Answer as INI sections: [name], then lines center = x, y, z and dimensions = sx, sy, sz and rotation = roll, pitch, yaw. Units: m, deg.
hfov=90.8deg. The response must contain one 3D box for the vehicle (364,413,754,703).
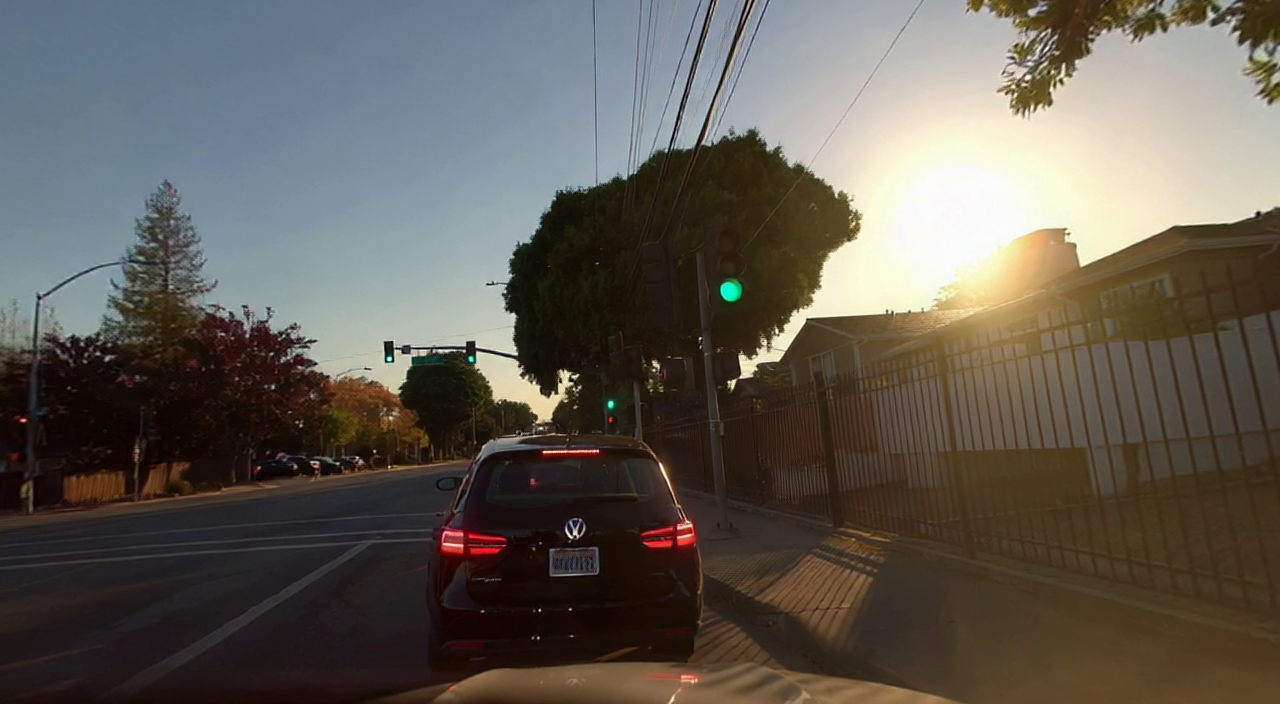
[vehicle]
center = -0.671, 1.361, 5.221
dimensions = 2.024, 1.502, 3.702
rotation = 1, -9, -9
